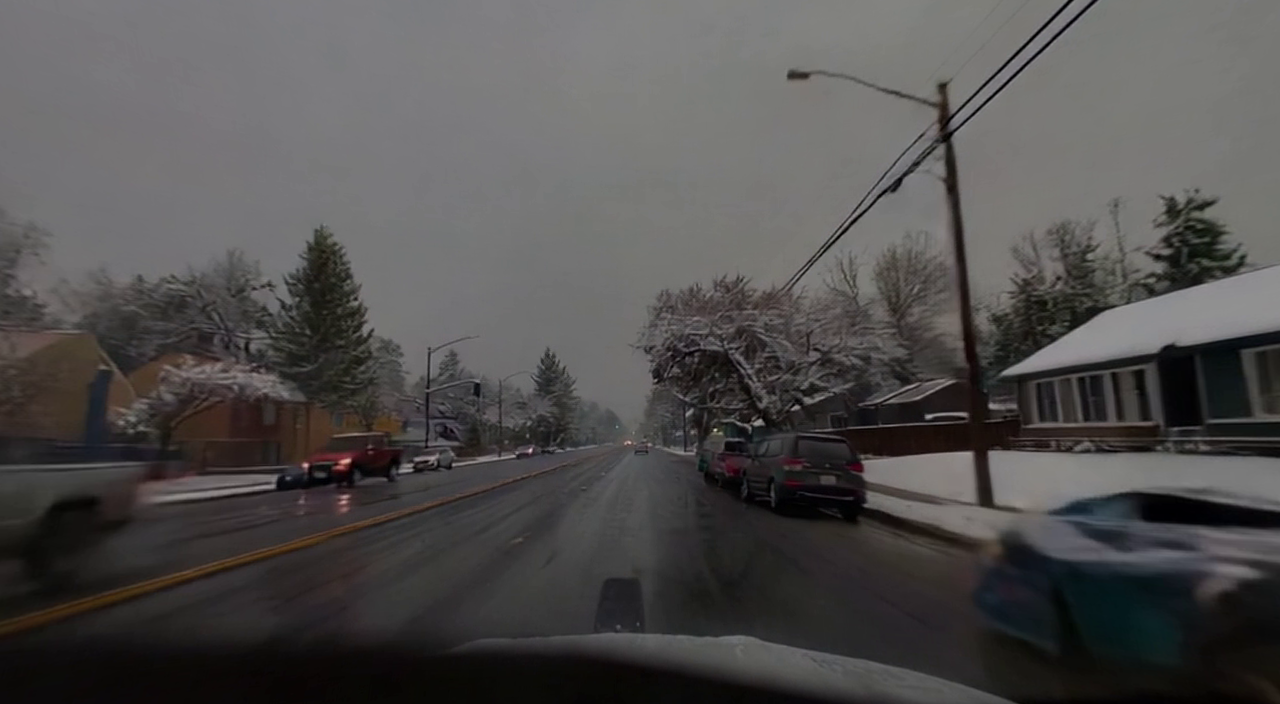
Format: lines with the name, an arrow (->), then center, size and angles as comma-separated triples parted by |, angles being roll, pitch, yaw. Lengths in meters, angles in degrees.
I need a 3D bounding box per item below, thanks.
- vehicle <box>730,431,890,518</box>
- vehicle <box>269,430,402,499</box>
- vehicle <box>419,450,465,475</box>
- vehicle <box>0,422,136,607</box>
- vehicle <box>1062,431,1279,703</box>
vehicle -> 3.474, 2.635, 14.164 | 2.034, 1.551, 5.272 | 0, -9, -1
vehicle -> -10.049, 3.733, 21.363 | 2.202, 2.036, 4.710 | 0, -9, -1
vehicle -> -13.968, 7.780, 44.819 | 1.876, 1.495, 4.647 | -4, -9, -2
vehicle -> -7.101, 1.352, 4.736 | 2.120, 1.726, 5.445 | 0, -9, 0
vehicle -> 3.483, 0.828, 0.974 | 2.158, 1.477, 5.135 | 0, -9, 1
